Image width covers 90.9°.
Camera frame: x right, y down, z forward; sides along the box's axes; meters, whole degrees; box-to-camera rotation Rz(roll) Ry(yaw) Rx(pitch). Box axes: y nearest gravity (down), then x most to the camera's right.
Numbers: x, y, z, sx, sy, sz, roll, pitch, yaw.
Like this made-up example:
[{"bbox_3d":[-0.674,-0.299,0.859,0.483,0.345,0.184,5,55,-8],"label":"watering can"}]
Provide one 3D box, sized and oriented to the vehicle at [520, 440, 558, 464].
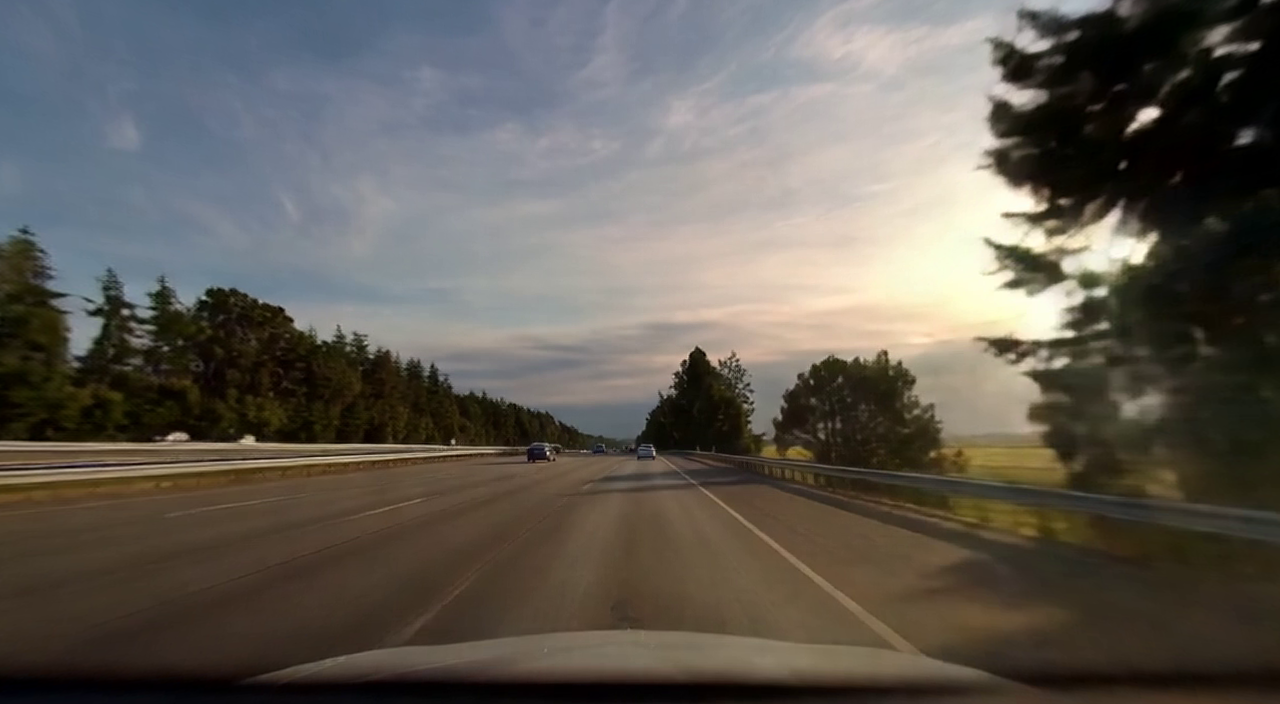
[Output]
[{"bbox_3d":[-7.154,7.116,44.888,1.972,1.603,3.891,0,-8,1],"label":"vehicle"}]
